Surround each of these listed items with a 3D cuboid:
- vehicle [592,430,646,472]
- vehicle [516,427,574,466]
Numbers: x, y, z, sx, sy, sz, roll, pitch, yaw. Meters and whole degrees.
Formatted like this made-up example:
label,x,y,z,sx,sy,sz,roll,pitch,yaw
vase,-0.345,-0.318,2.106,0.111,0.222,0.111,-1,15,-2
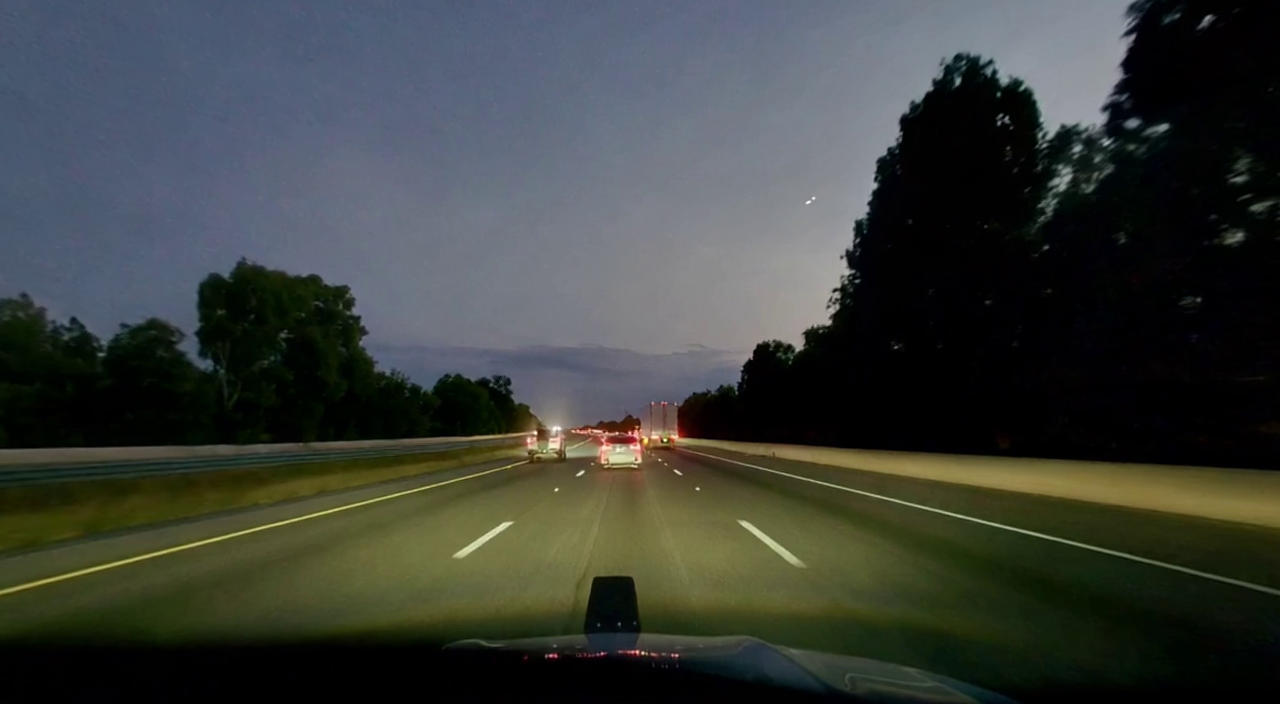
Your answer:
label,x,y,z,sx,sy,sz,roll,pitch,yaw
vehicle,-0.833,4.049,25.911,2.048,1.563,4.087,0,-8,-1
vehicle,-4.699,4.747,31.800,2.234,1.773,5.134,0,-8,-1
